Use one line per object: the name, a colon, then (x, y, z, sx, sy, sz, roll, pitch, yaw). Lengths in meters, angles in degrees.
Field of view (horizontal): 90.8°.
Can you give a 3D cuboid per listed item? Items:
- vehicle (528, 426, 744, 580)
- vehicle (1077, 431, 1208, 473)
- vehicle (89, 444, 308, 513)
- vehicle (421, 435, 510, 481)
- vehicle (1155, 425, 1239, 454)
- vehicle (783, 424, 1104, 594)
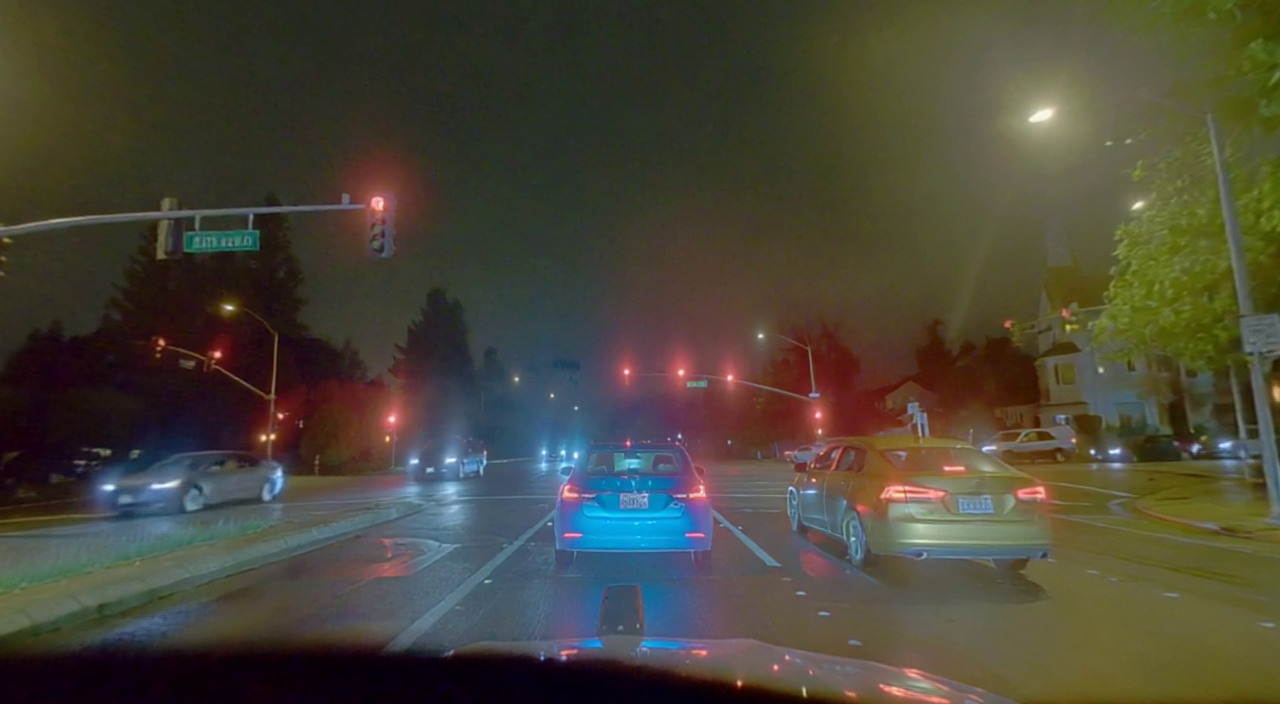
vehicle: (-0.054, 1.779, 8.262, 2.103, 1.478, 4.073, 0, -8, -1)
vehicle: (23.988, 4.774, 30.286, 4.520, 1.762, 2.005, -1, -8, -1)
vehicle: (-11.423, 3.265, 16.973, 2.102, 1.531, 5.072, -1, -9, 2)
vehicle: (-7.441, 4.580, 27.608, 2.383, 1.779, 4.973, 0, -8, 1)
vehicle: (41.703, 6.580, 47.336, 4.388, 2.079, 1.960, 0, -8, -3)
vehicle: (3.187, 1.714, 7.764, 1.913, 1.505, 4.097, 0, -8, 0)
